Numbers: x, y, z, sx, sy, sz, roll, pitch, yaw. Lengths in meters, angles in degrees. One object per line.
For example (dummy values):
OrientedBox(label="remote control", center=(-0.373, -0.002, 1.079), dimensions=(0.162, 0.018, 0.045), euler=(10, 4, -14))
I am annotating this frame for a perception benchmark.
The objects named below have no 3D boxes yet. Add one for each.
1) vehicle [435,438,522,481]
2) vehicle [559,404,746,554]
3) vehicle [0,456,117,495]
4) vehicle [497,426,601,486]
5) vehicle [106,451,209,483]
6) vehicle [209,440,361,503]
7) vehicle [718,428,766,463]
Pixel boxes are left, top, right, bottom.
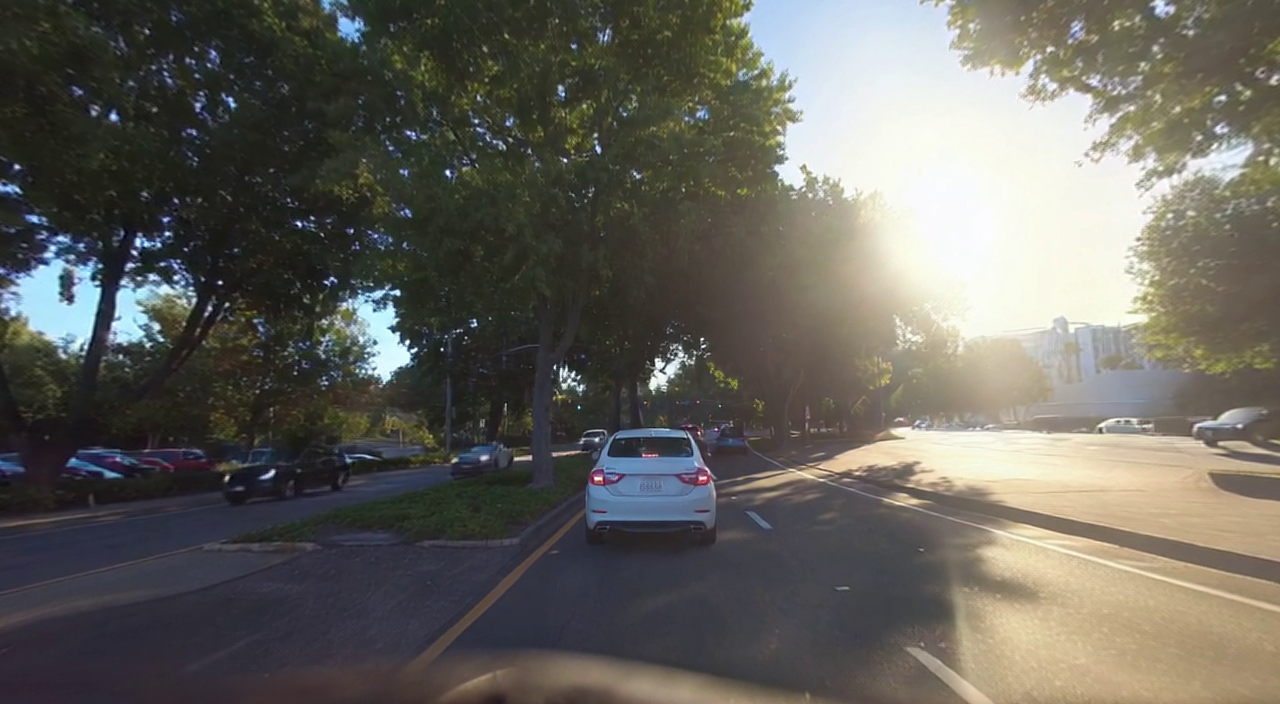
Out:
OrientedBox(label="vehicle", center=(-6.135, 4.132, 24.587), dimensions=(1.923, 1.492, 4.577), euler=(-1, -8, 4))
OrientedBox(label="vehicle", center=(0.176, 1.776, 9.439), dimensions=(2.154, 1.710, 4.128), euler=(-1, -8, 1))
OrientedBox(label="vehicle", center=(-27.341, 5.780, 29.654), dimensions=(4.272, 1.438, 1.801), euler=(-5, -9, 9))
OrientedBox(label="vehicle", center=(-2.930, 3.480, 21.492), dimensions=(2.057, 1.786, 4.725), euler=(-2, -8, 11))
OrientedBox(label="vehicle", center=(-26.728, 6.371, 34.994), dimensions=(4.256, 1.633, 1.940), euler=(-1, -8, 7))
OrientedBox(label="vehicle", center=(-10.737, 3.595, 19.546), dimensions=(2.005, 1.701, 4.355), euler=(-1, -8, 2))
OrientedBox(label="vehicle", center=(5.545, 5.155, 34.781), dimensions=(2.155, 1.786, 4.459), euler=(-1, -8, 3))
